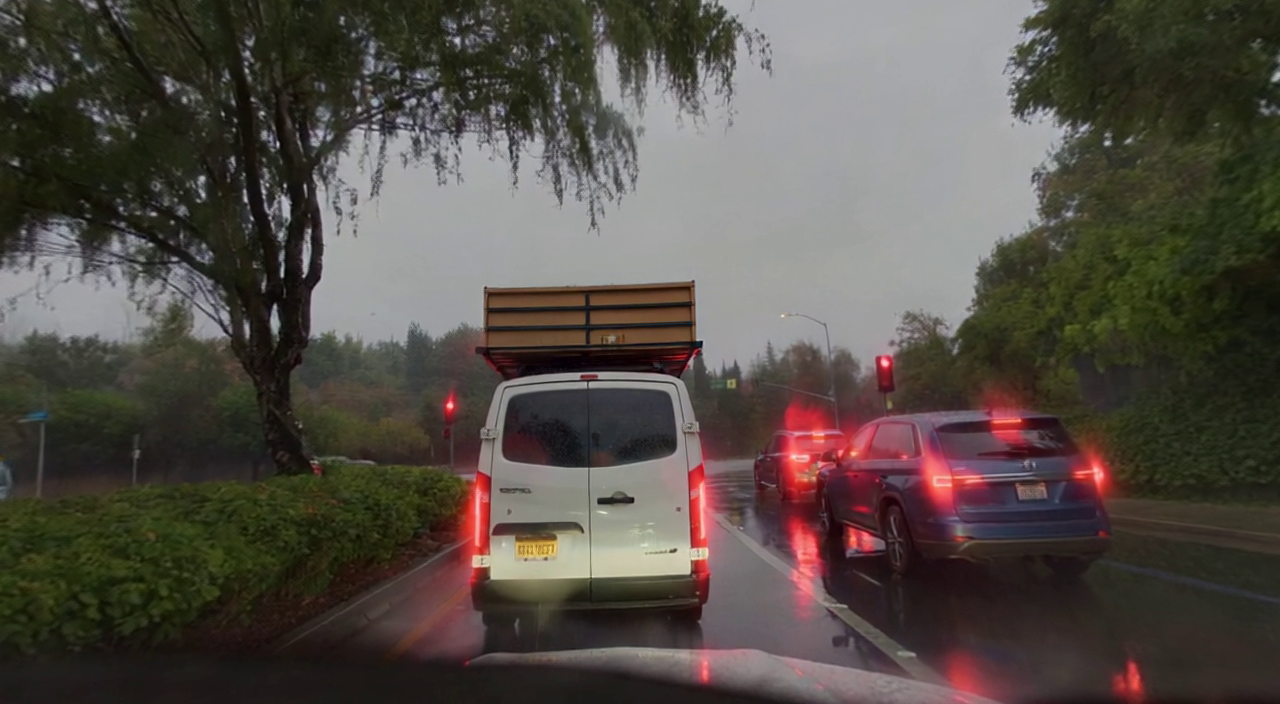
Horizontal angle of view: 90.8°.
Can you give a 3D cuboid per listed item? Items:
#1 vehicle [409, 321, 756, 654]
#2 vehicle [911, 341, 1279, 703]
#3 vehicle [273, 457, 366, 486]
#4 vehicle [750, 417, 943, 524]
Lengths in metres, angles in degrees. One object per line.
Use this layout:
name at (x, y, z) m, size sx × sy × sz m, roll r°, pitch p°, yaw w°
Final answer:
vehicle at (-0.361, 1.150, 6.189) m, size 2.145 × 2.089 × 4.309 m, roll 0°, pitch -9°, yaw 0°
vehicle at (3.453, 0.939, 3.398) m, size 1.965 × 1.671 × 4.146 m, roll 0°, pitch -9°, yaw -3°
vehicle at (-16.557, 6.165, 32.715) m, size 4.135 × 1.321 × 1.687 m, roll 4°, pitch -10°, yaw -27°
vehicle at (3.688, 2.212, 12.271) m, size 2.024 × 1.692 × 4.252 m, roll 1°, pitch -9°, yaw -4°
